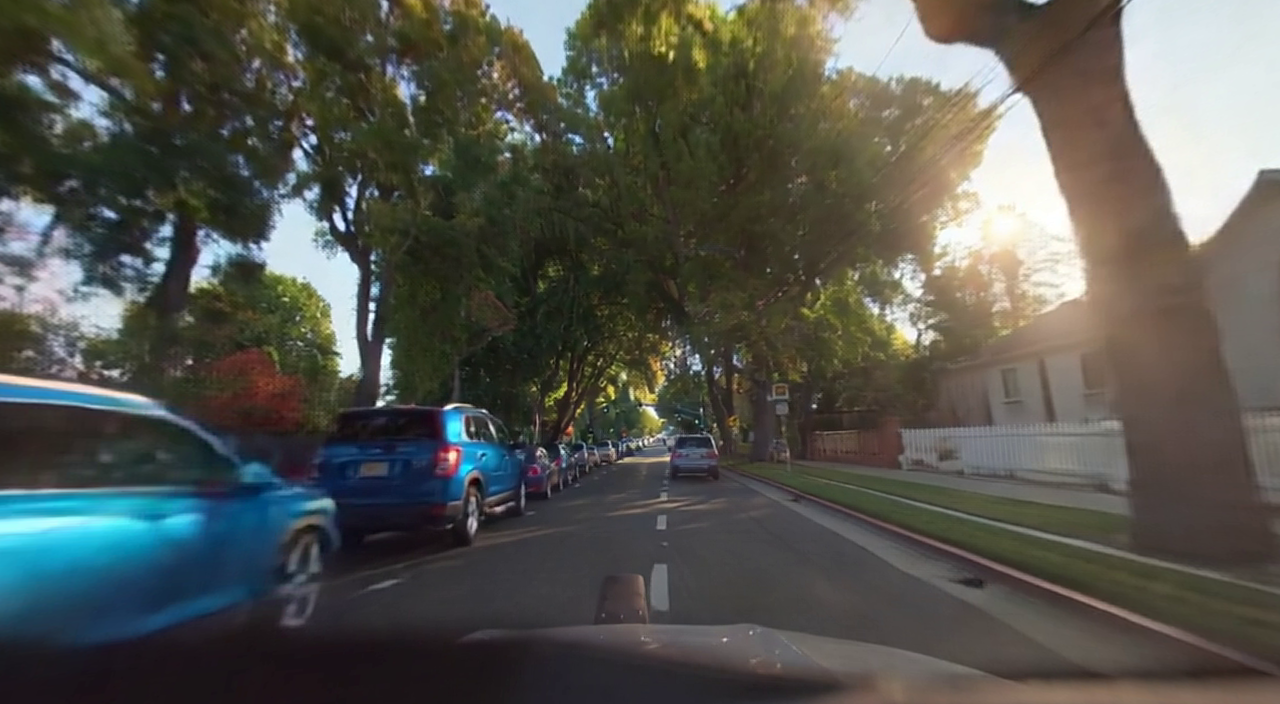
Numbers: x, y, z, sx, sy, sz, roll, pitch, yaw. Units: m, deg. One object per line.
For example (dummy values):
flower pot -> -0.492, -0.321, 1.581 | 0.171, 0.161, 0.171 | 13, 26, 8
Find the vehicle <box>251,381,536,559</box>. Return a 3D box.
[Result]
vehicle -> -3.302, 1.758, 10.041 | 2.405, 2.058, 5.193 | 0, -9, 0

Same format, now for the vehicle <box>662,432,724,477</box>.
vehicle -> 2.068, 4.207, 26.153 | 2.258, 1.682, 4.635 | 0, -9, 1

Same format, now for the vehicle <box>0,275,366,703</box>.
vehicle -> -3.487, 0.764, 2.752 | 2.404, 1.900, 4.770 | 0, -9, 0
